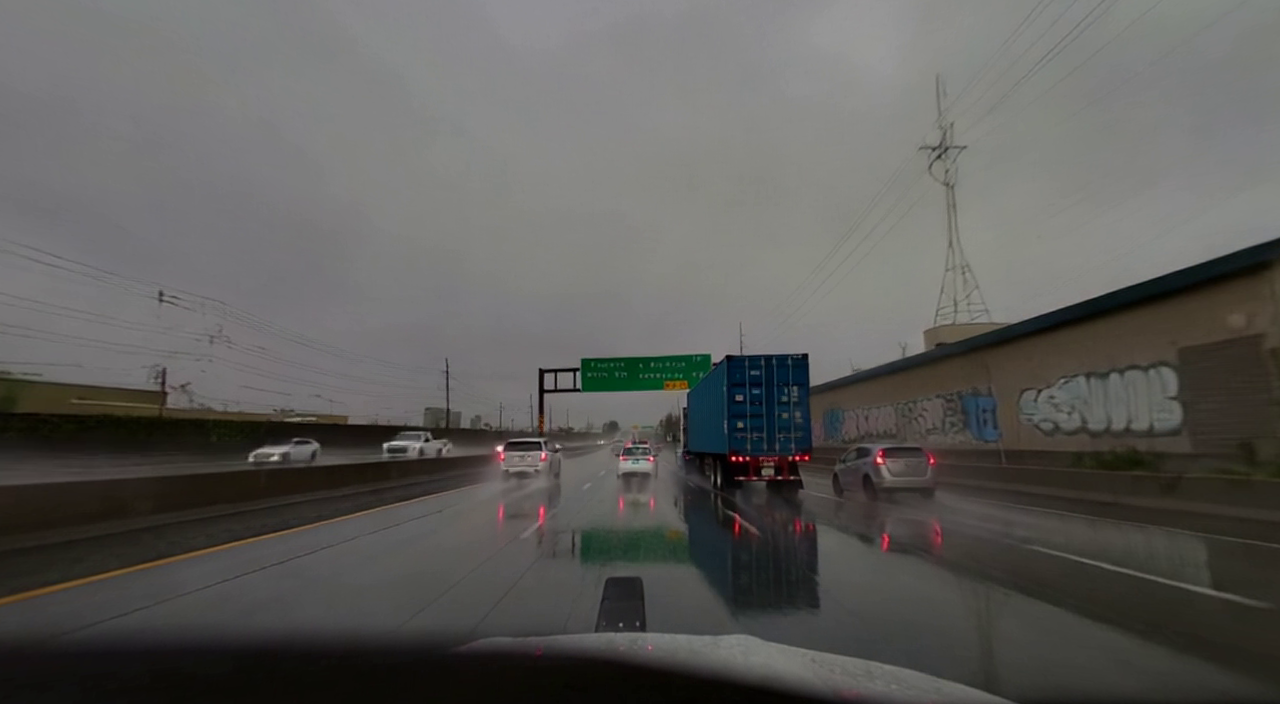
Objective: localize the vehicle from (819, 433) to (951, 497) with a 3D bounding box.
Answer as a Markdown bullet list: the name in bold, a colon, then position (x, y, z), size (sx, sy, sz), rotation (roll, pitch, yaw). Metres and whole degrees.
- **vehicle**: position (7.353, 3.453, 19.614), size (2.202, 1.731, 4.628), rotation (0, -9, 0)

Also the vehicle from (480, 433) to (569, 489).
- **vehicle**: position (-4.021, 3.915, 22.950), size (2.264, 1.804, 4.584), rotation (0, -9, 1)

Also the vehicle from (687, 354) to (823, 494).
- **vehicle**: position (3.800, 3.070, 24.940), size (2.800, 4.039, 13.179), rotation (0, -9, 0)

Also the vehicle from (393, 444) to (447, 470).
- **vehicle**: position (-13.837, 6.615, 39.972), size (1.921, 1.494, 4.348), rotation (0, -9, -1)

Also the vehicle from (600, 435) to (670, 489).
- **vehicle**: position (-0.173, 3.795, 21.989), size (2.191, 1.685, 4.015), rotation (0, -9, 0)

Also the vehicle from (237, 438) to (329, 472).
- **vehicle**: position (-20.992, 6.073, 37.532), size (2.215, 1.849, 5.735), rotation (0, -9, -1)
